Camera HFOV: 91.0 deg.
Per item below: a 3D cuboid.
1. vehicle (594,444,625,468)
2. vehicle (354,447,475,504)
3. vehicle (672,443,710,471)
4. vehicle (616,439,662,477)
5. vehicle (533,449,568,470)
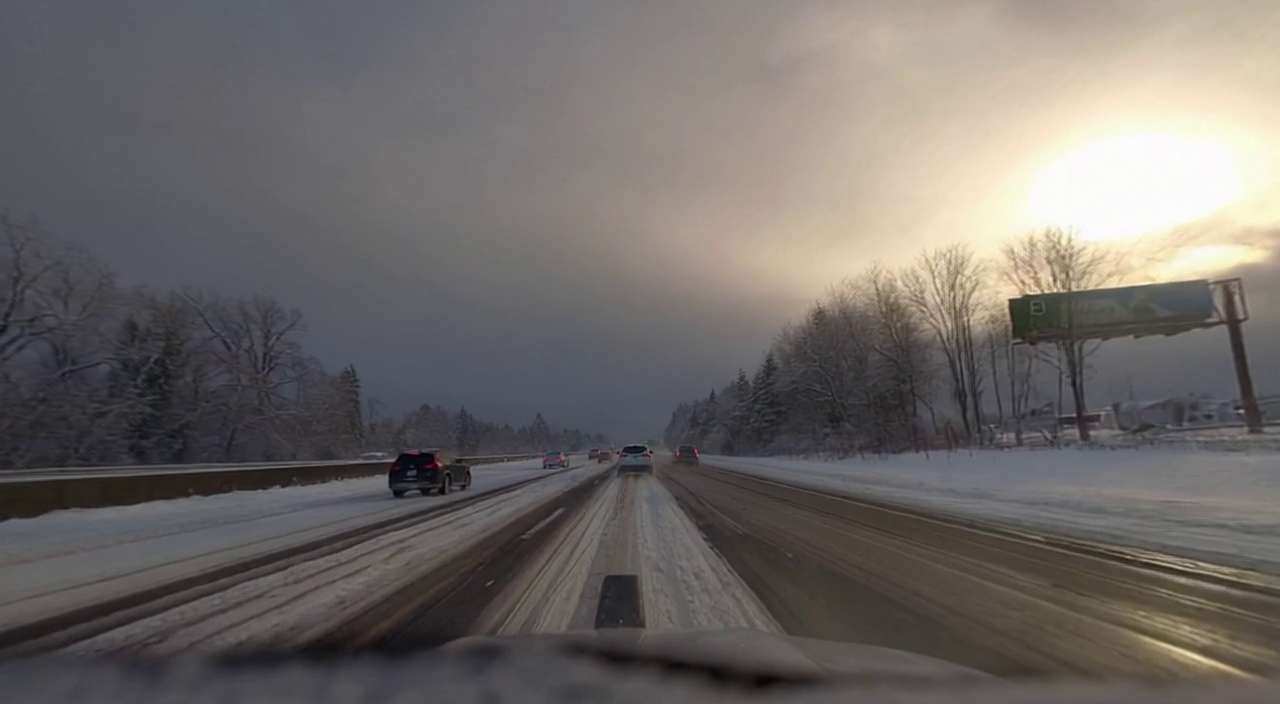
[{"bbox_3d":[-2.370,7.967,48.280,2.223,1.722,4.177,1,-9,-4],"label":"vehicle"},{"bbox_3d":[-6.624,3.641,19.149,1.918,1.509,4.736,0,-9,0],"label":"vehicle"},{"bbox_3d":[3.201,6.689,40.365,1.925,1.716,4.378,0,-9,-2],"label":"vehicle"},{"bbox_3d":[-0.064,5.268,31.601,2.127,1.749,4.776,0,-9,0],"label":"vehicle"},{"bbox_3d":[-6.570,7.943,46.823,1.892,1.468,4.792,0,-9,0],"label":"vehicle"}]
